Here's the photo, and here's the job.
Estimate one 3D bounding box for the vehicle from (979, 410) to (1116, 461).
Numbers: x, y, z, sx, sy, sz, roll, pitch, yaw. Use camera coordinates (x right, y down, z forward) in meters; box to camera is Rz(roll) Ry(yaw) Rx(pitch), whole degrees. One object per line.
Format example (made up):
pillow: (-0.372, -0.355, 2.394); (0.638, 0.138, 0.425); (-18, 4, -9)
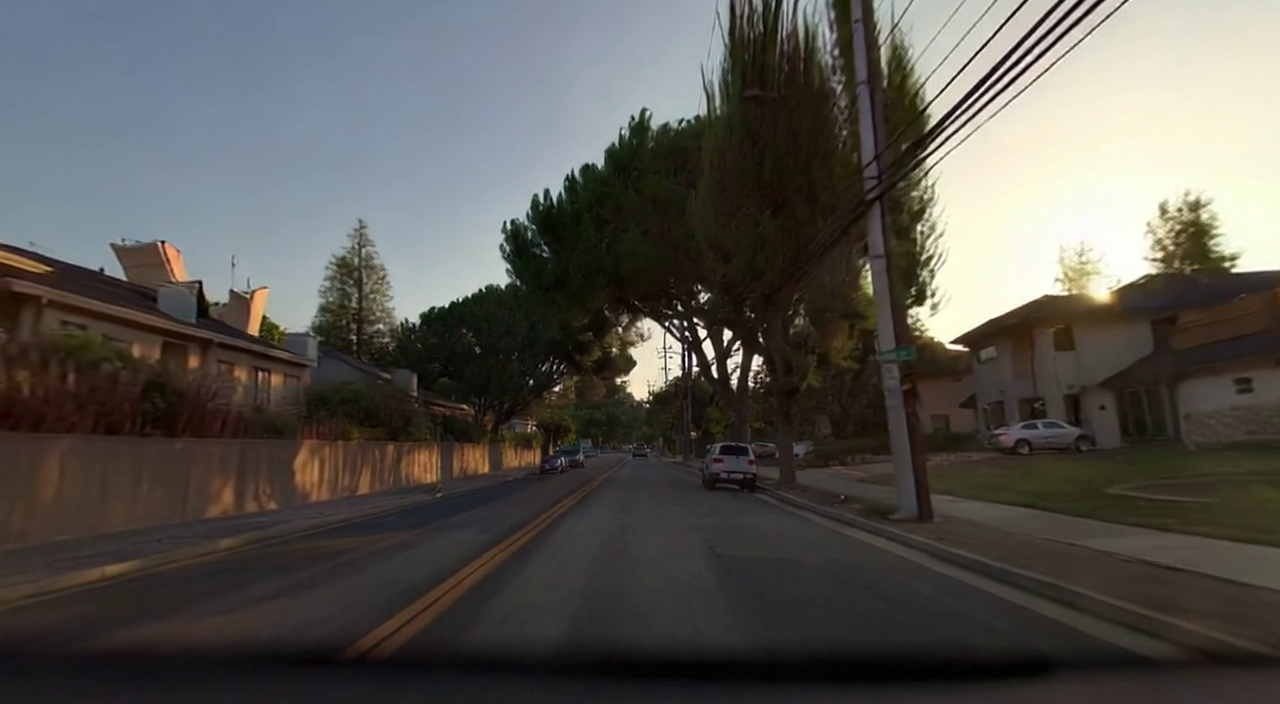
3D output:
vehicle: (18.102, 3.753, 28.273); (4.457, 1.780, 2.170); (-5, -9, 0)

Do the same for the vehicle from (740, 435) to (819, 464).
vehicle: (8.927, 6.281, 40.781); (4.585, 1.823, 1.991); (0, -9, 1)

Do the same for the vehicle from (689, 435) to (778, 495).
vehicle: (2.891, 3.635, 20.612); (2.108, 1.710, 4.499); (0, -9, -1)
